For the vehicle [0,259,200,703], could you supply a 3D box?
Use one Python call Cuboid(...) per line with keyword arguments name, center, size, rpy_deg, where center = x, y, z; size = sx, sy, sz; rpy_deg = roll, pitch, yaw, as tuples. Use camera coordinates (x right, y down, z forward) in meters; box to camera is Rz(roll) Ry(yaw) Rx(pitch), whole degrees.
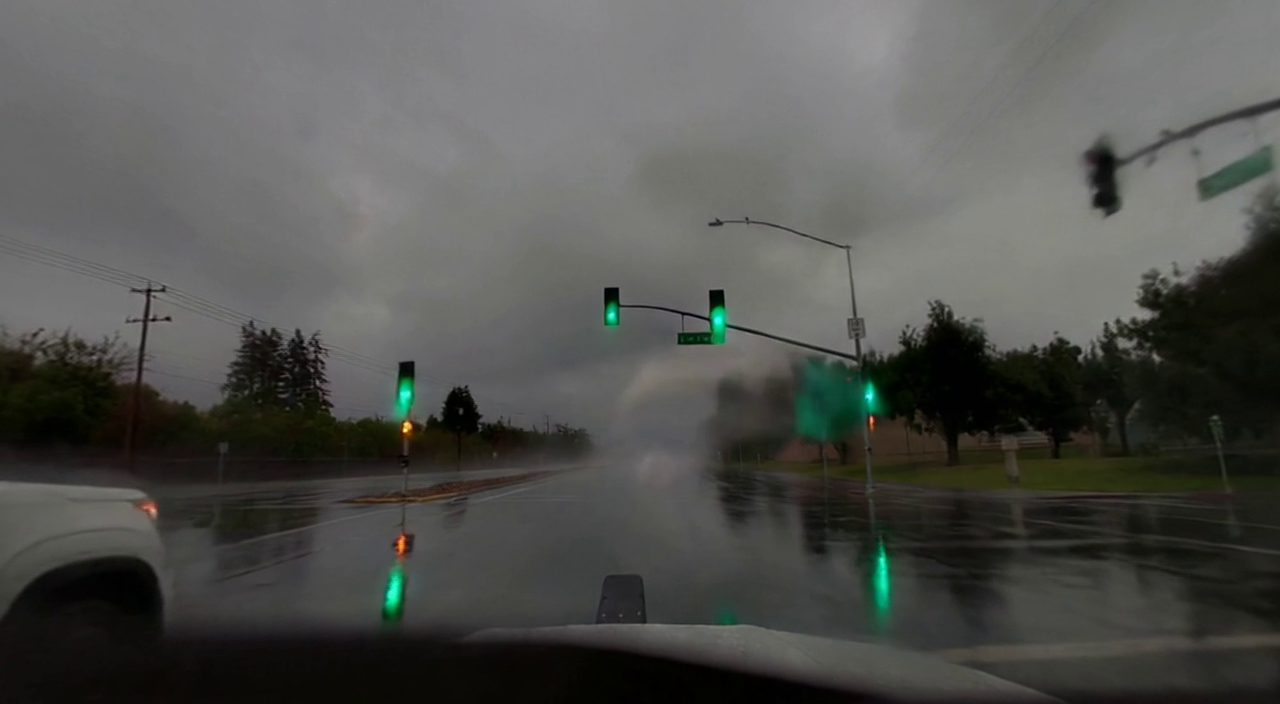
Cuboid(name="vehicle", center=(-3.446, 0.408, 0.456), size=(2.374, 1.985, 5.391), rpy_deg=(0, -8, 0))
